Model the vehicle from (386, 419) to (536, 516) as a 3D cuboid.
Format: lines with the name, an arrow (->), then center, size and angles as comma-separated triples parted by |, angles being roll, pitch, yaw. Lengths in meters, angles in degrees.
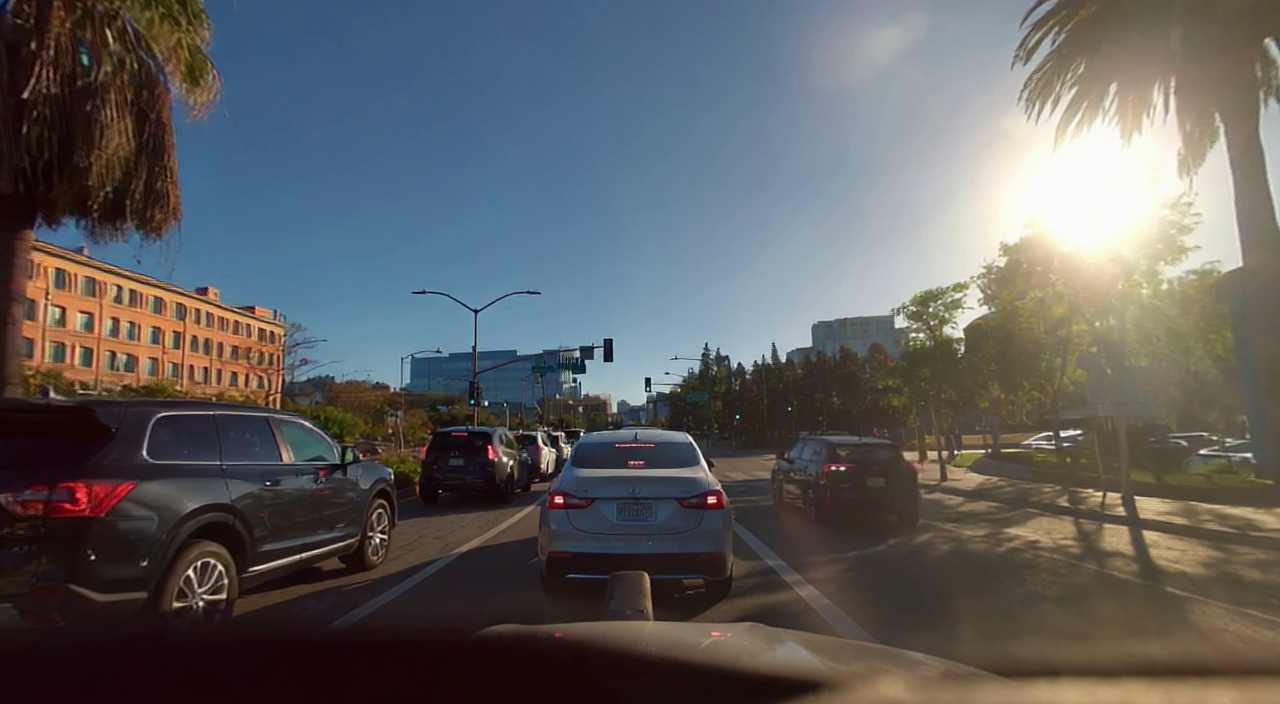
vehicle -> -3.474, 2.320, 13.078 | 1.840, 1.684, 4.041 | 0, -8, 1

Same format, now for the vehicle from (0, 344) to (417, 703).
vehicle -> -3.536, 1.145, 5.042 | 1.914, 1.741, 4.398 | 0, -8, -1

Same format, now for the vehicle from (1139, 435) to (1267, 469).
vehicle -> 25.474, 4.533, 28.636 | 3.914, 1.427, 1.779 | -2, -8, 5

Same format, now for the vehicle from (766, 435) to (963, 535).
vehicle -> 3.866, 2.360, 11.896 | 1.982, 1.480, 4.572 | 1, -8, -1

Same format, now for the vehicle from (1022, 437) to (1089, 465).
vehicle -> 26.072, 6.245, 39.692 | 1.882, 1.672, 3.957 | -1, -9, 7

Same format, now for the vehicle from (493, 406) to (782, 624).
vehicle -> -0.047, 1.519, 6.852 | 2.114, 1.585, 4.285 | 0, -8, -1
